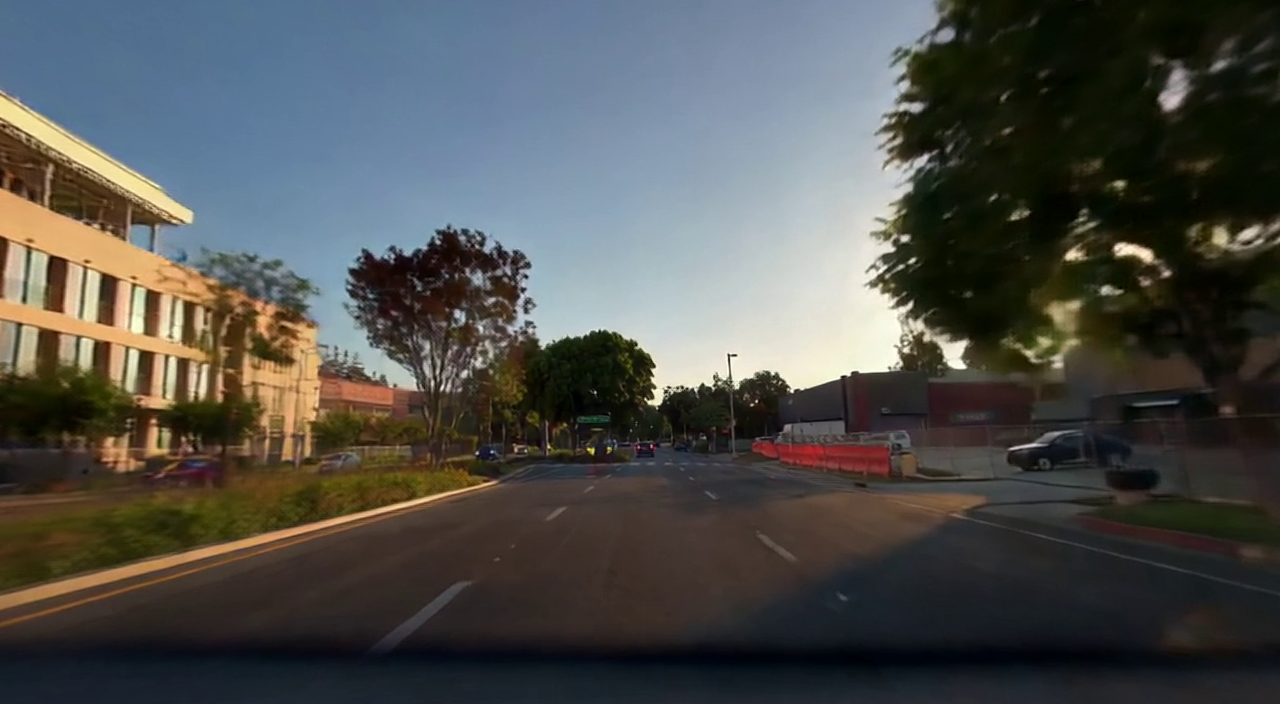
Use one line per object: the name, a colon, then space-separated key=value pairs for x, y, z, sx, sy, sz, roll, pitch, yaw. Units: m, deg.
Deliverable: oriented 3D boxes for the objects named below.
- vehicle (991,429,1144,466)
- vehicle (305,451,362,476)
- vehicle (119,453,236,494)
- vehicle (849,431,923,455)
vehicle: x=17.691 y=3.966 z=26.265 sx=4.813 sy=1.464 sz=2.073 roll=0 pitch=-8 yaw=0
vehicle: x=-22.888 y=8.309 z=47.277 sx=1.957 sy=1.672 sz=4.743 roll=0 pitch=-8 yaw=0
vehicle: x=-22.764 y=5.963 z=31.341 sx=2.067 sy=1.743 sz=5.056 roll=0 pitch=-8 yaw=-1
vehicle: x=17.589 y=6.533 z=45.191 sx=4.450 sy=1.643 sz=1.996 roll=0 pitch=-8 yaw=0
